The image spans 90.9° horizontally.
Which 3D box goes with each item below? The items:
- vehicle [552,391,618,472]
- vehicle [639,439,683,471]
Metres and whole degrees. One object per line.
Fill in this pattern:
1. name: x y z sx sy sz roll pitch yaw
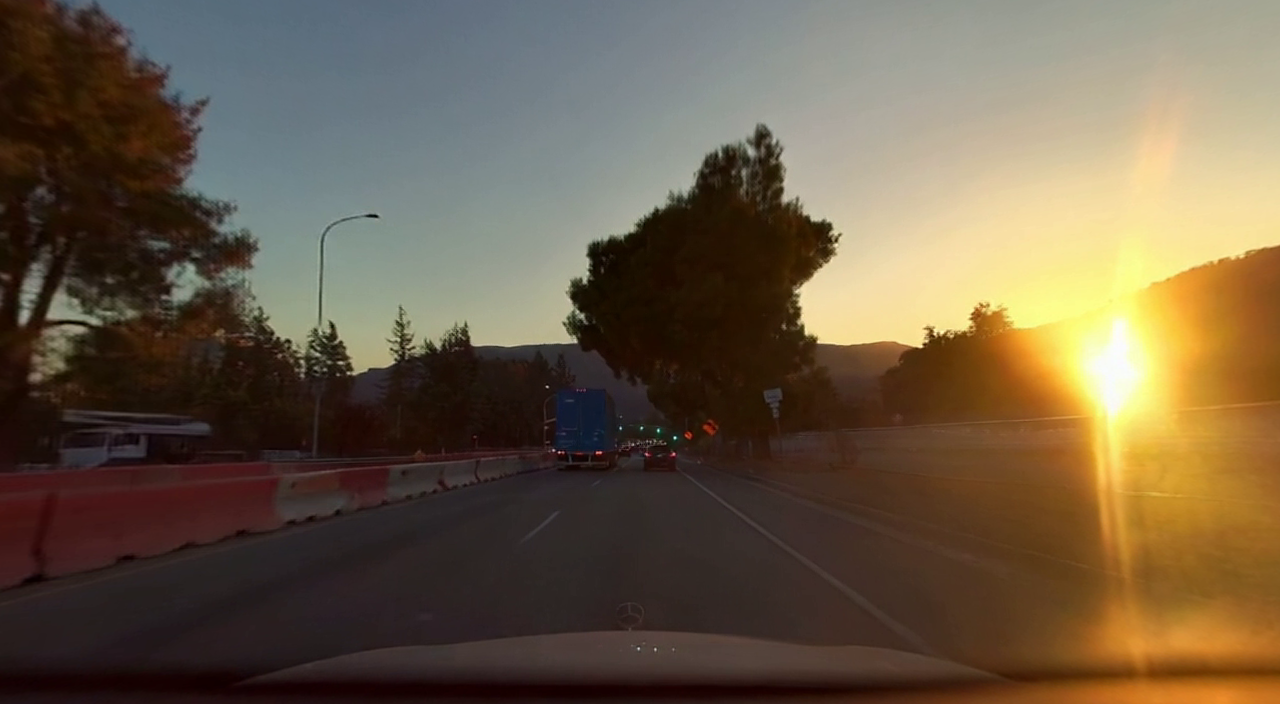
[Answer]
1. vehicle: -3.078 5.200 40.091 2.906 4.115 15.715 0 -8 -1
2. vehicle: 1.128 5.759 35.586 2.304 1.675 4.462 0 -8 0
